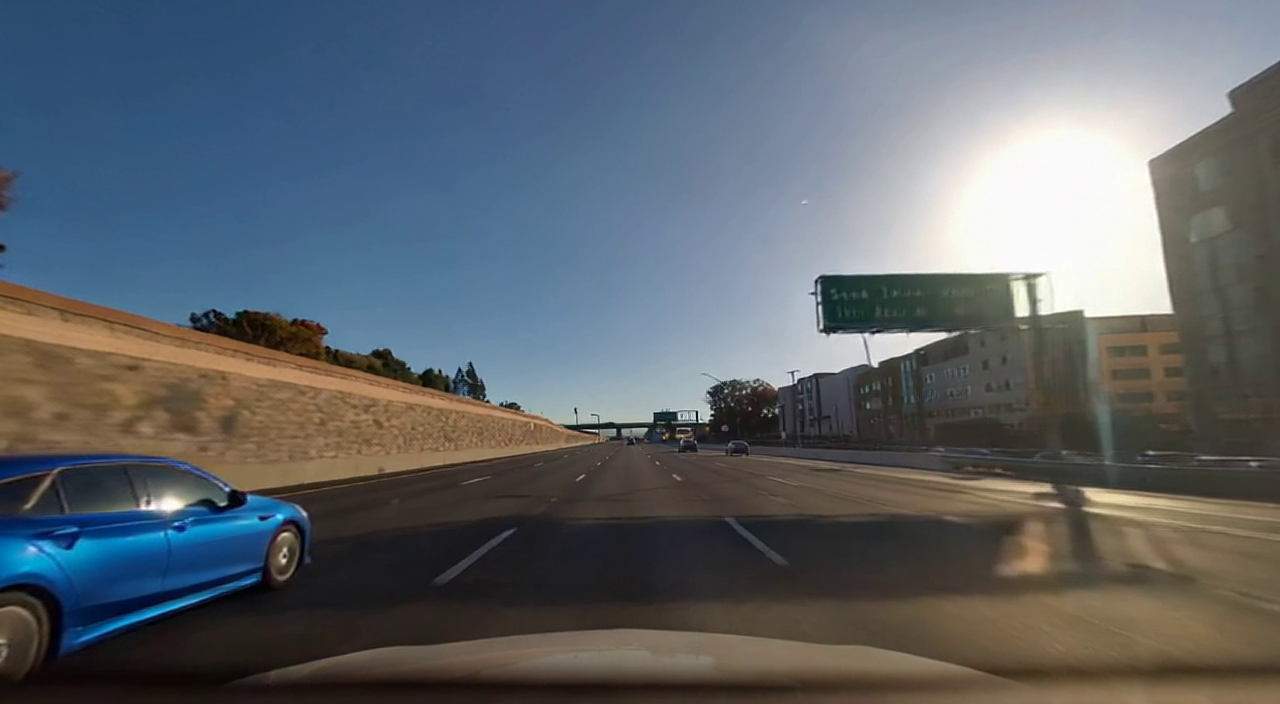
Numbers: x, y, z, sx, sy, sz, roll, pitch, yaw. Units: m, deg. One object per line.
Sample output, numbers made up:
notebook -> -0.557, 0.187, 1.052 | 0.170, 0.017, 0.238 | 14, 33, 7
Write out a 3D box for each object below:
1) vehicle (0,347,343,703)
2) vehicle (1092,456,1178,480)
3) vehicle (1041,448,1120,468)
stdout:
vehicle -> -3.784, 0.950, 3.650 | 2.070, 1.641, 4.315 | 0, -8, -1
vehicle -> 33.667, 7.879, 43.020 | 4.380, 1.493, 1.722 | 1, -8, -2
vehicle -> 33.937, 8.186, 48.767 | 4.640, 1.514, 1.862 | 0, -8, 2
